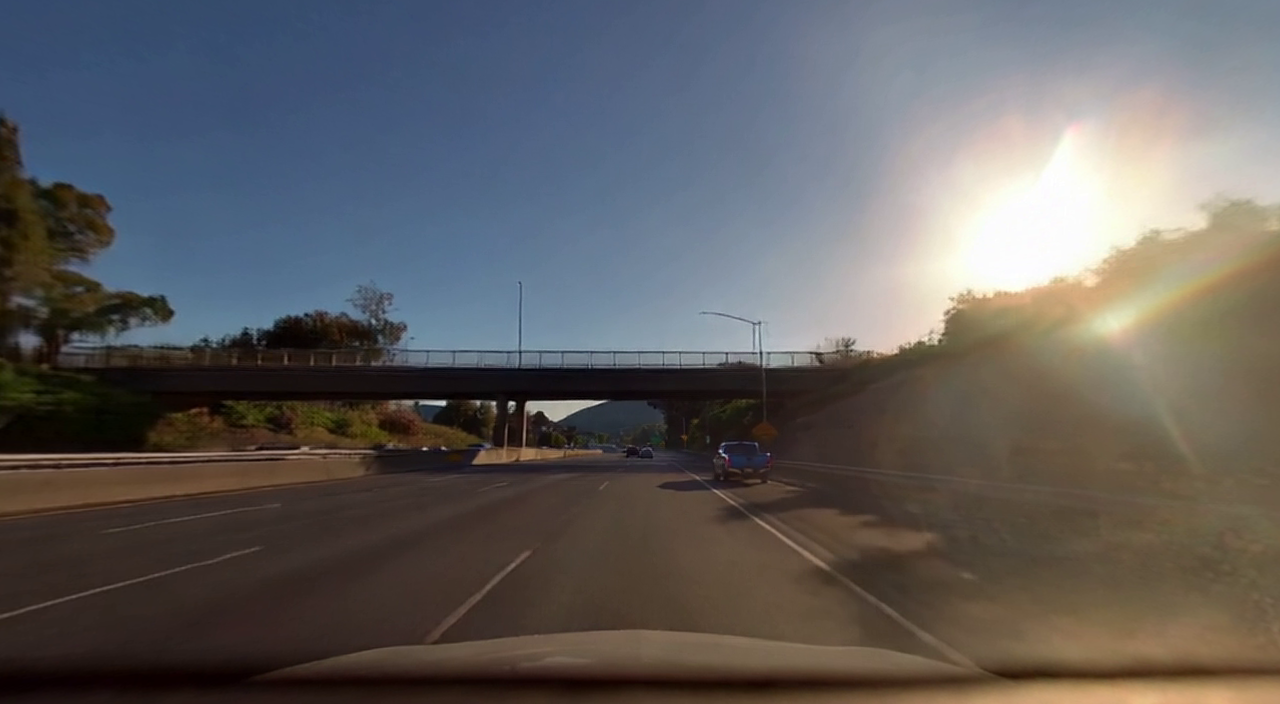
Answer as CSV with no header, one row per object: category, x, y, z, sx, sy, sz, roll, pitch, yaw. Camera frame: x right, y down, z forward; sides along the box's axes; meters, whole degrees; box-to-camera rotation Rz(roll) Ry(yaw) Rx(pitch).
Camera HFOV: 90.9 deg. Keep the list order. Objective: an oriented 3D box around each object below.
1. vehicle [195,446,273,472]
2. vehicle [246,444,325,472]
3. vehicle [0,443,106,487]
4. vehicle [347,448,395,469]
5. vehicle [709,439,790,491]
vehicle,-23.748,6.246,37.061,1.682,1.398,4.233,0,-8,1
vehicle,-20.132,6.019,36.085,1.871,1.482,4.368,0,-8,2
vehicle,-21.061,3.881,22.002,1.656,1.407,3.479,0,-8,2
vehicle,-19.730,7.811,46.378,1.788,1.380,3.674,0,-8,3
vehicle,3.767,3.966,22.603,2.010,1.637,4.940,0,-8,0
